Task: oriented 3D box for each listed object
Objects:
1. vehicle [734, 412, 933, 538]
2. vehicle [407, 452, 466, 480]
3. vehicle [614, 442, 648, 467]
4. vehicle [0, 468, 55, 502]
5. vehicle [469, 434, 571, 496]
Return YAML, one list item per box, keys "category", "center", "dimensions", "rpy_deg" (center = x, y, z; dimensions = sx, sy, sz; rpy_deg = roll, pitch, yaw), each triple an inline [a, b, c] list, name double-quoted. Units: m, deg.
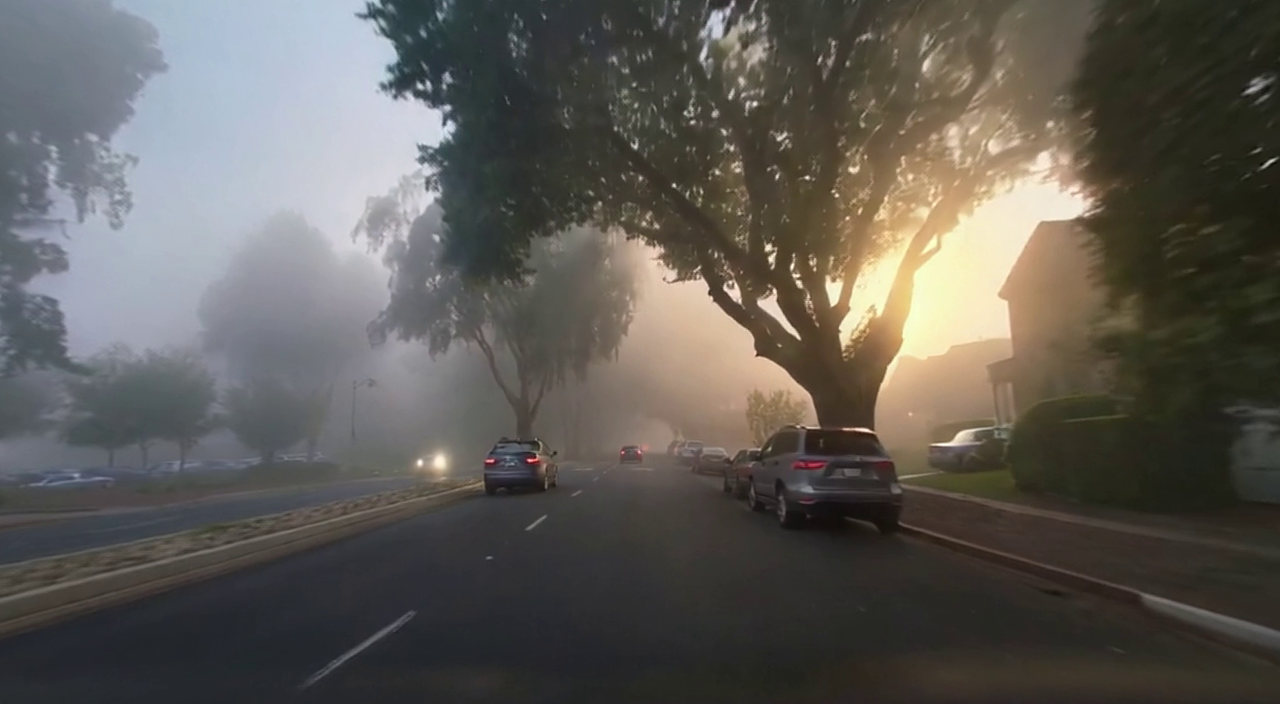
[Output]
- category: "vehicle"
  center: [3.243, 2.225, 12.077]
  dimensions: [2.090, 1.839, 5.495]
  rpy_deg: [0, -9, 0]
- category: "vehicle"
  center: [-11.919, 6.687, 37.309]
  dimensions: [2.167, 1.497, 4.256]
  rpy_deg: [0, -9, -1]
- category: "vehicle"
  center: [-0.555, 6.703, 41.445]
  dimensions: [2.142, 1.548, 4.273]
  rpy_deg: [0, -9, 0]
- category: "vehicle"
  center: [-38.381, 7.969, 37.883]
  dimensions: [2.093, 1.866, 4.589]
  rpy_deg: [-9, -12, 44]
- category: "vehicle"
  center: [-3.495, 3.410, 19.434]
  dimensions: [2.129, 1.668, 4.722]
  rpy_deg: [0, -9, 1]
